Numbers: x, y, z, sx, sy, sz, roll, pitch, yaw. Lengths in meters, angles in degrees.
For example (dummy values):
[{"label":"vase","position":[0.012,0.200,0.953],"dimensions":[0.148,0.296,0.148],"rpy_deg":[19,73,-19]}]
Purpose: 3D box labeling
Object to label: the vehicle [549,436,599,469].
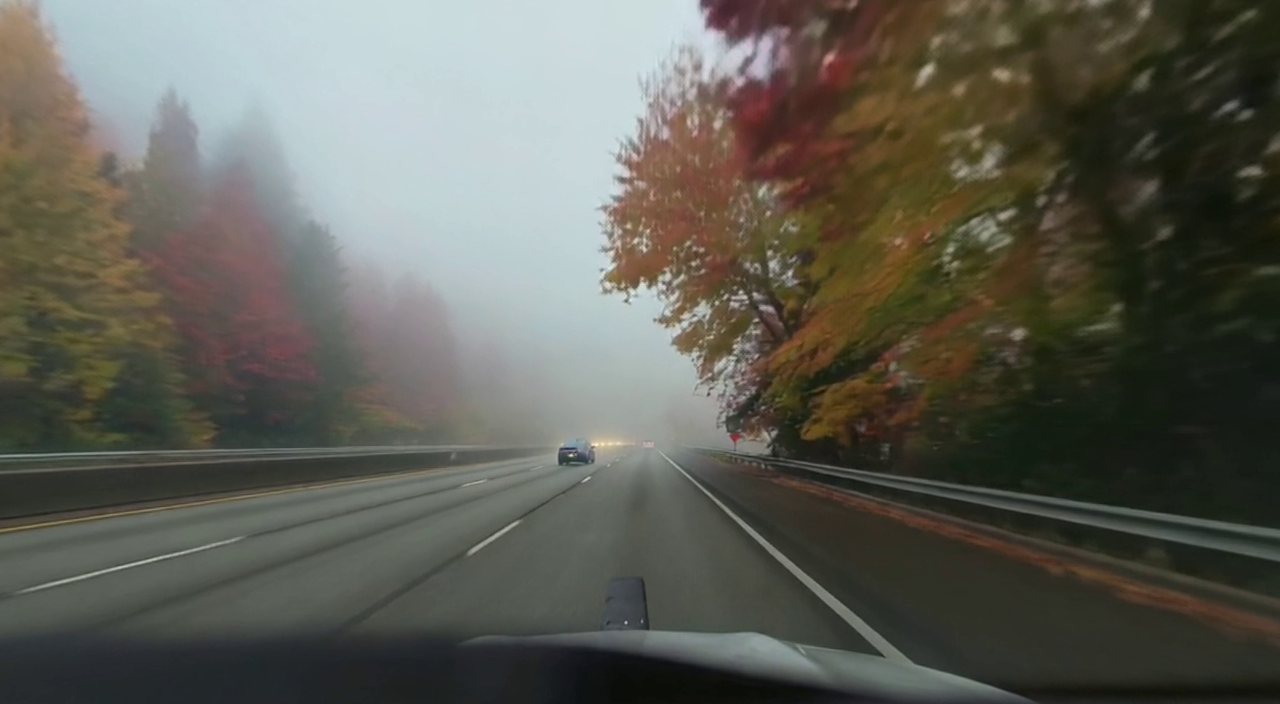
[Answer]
[{"label":"vehicle","position":[-3.472,5.416,34.119],"dimensions":[2.123,1.643,4.479],"rpy_deg":[0,-8,1]}]
